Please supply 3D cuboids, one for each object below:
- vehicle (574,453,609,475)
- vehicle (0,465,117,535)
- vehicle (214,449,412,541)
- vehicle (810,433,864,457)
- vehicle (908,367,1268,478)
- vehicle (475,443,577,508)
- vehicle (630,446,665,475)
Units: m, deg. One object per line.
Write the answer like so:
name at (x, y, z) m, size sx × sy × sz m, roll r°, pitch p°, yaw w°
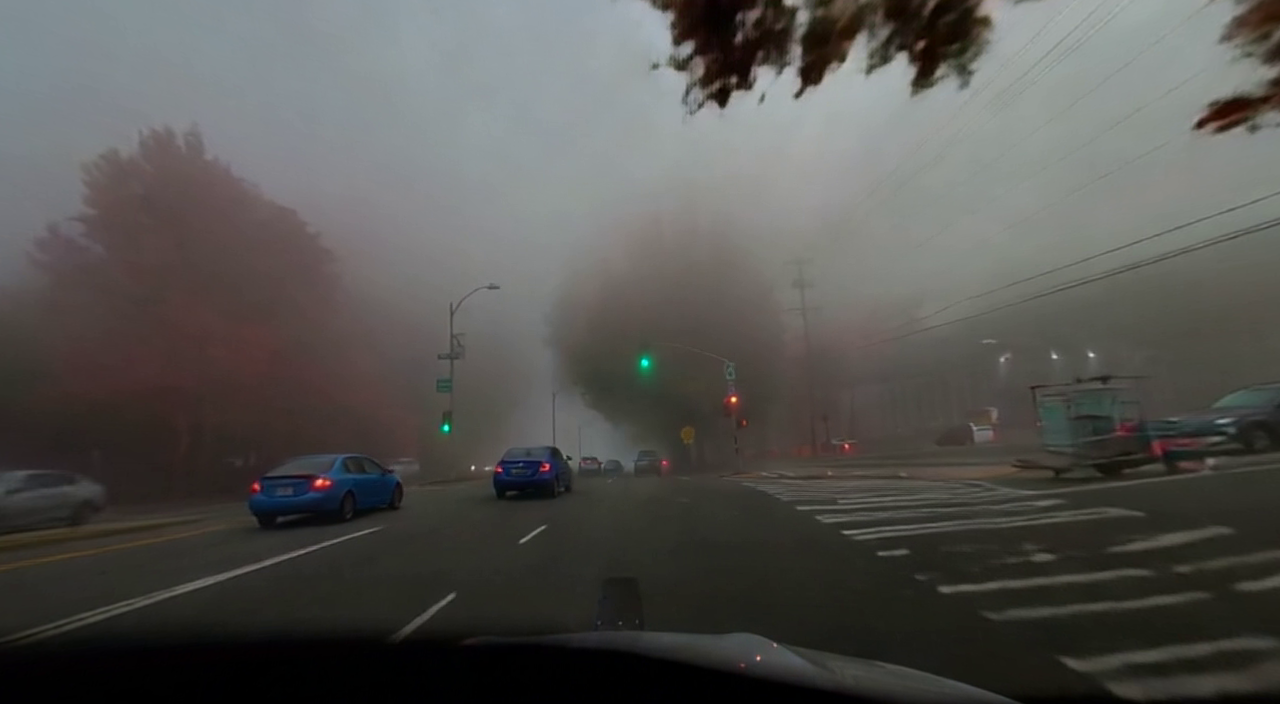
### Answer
vehicle at (-3.513, 8.195, 46.242) m, size 2.068 × 1.482 × 4.490 m, roll 0°, pitch -8°, yaw 2°
vehicle at (-19.194, 4.476, 19.304) m, size 2.031 × 1.818 × 4.887 m, roll 0°, pitch -8°, yaw 0°
vehicle at (-6.717, 2.918, 13.596) m, size 1.932 × 1.596 × 4.247 m, roll 0°, pitch -8°, yaw 1°
vehicle at (15.032, 7.162, 48.272) m, size 1.826 × 1.474 × 4.254 m, roll -1°, pitch -11°, yaw -14°
vehicle at (9.959, 1.671, 14.444) m, size 6.464 × 2.280 × 2.483 m, roll 1°, pitch -8°, yaw -4°
vehicle at (-3.211, 3.548, 18.730) m, size 2.085 × 1.663 × 4.513 m, roll 0°, pitch -8°, yaw 1°
vehicle at (0.427, 7.006, 40.872) m, size 2.144 × 1.704 × 4.028 m, roll 0°, pitch -8°, yaw -1°
